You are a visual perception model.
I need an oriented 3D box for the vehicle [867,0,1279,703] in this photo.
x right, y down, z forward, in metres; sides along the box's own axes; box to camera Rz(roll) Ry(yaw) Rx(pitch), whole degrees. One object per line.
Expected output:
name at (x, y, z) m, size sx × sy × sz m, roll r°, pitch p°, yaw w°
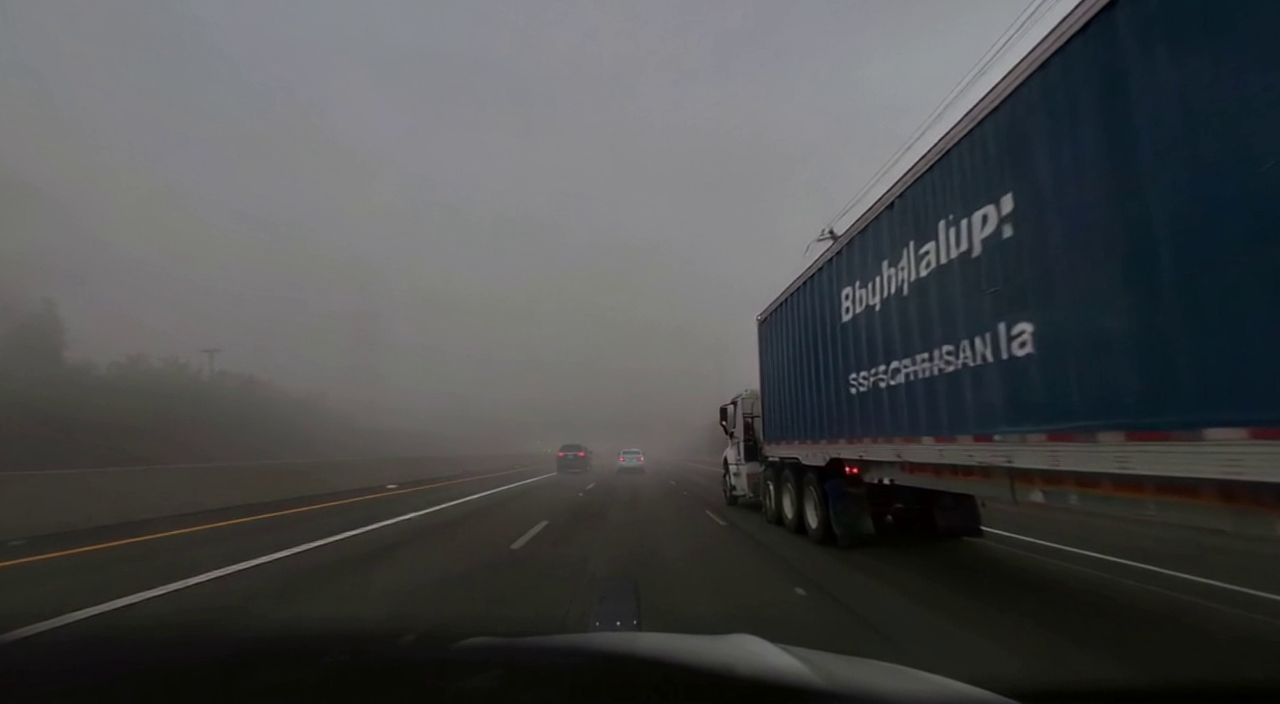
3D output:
vehicle at (3.942, -0.290, 2.485) m, size 2.859 × 3.917 × 8.481 m, roll -1°, pitch -9°, yaw 0°

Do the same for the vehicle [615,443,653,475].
vehicle at (-0.354, 5.944, 35.010) m, size 2.004 × 1.615 × 4.113 m, roll 0°, pitch -9°, yaw 0°

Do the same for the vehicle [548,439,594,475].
vehicle at (-3.910, 6.060, 36.360) m, size 2.077 × 1.884 × 4.961 m, roll 0°, pitch -9°, yaw 0°
